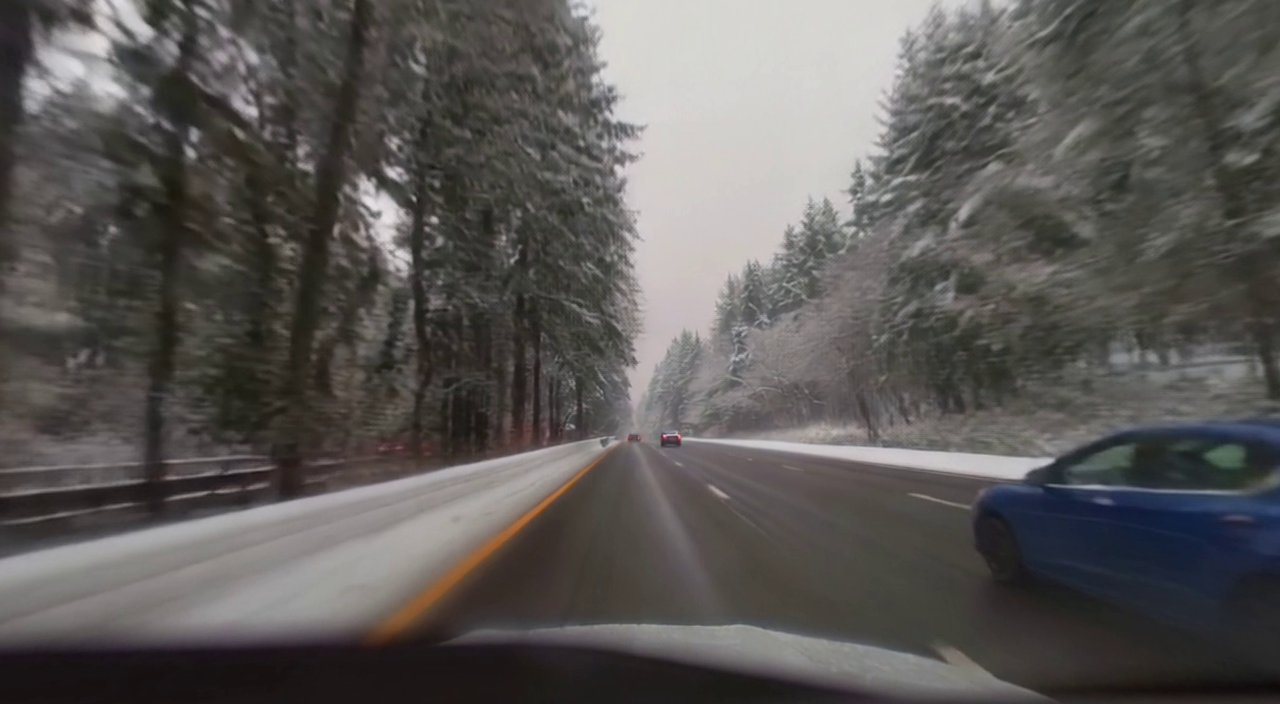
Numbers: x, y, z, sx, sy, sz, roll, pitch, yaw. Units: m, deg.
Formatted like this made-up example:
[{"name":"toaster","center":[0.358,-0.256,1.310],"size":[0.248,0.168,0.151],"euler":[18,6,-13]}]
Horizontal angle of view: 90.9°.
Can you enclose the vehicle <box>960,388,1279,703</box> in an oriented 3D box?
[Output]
[{"name":"vehicle","center":[3.681,0.945,2.940],"size":[2.017,1.502,4.369],"euler":[0,-8,-1]}]
